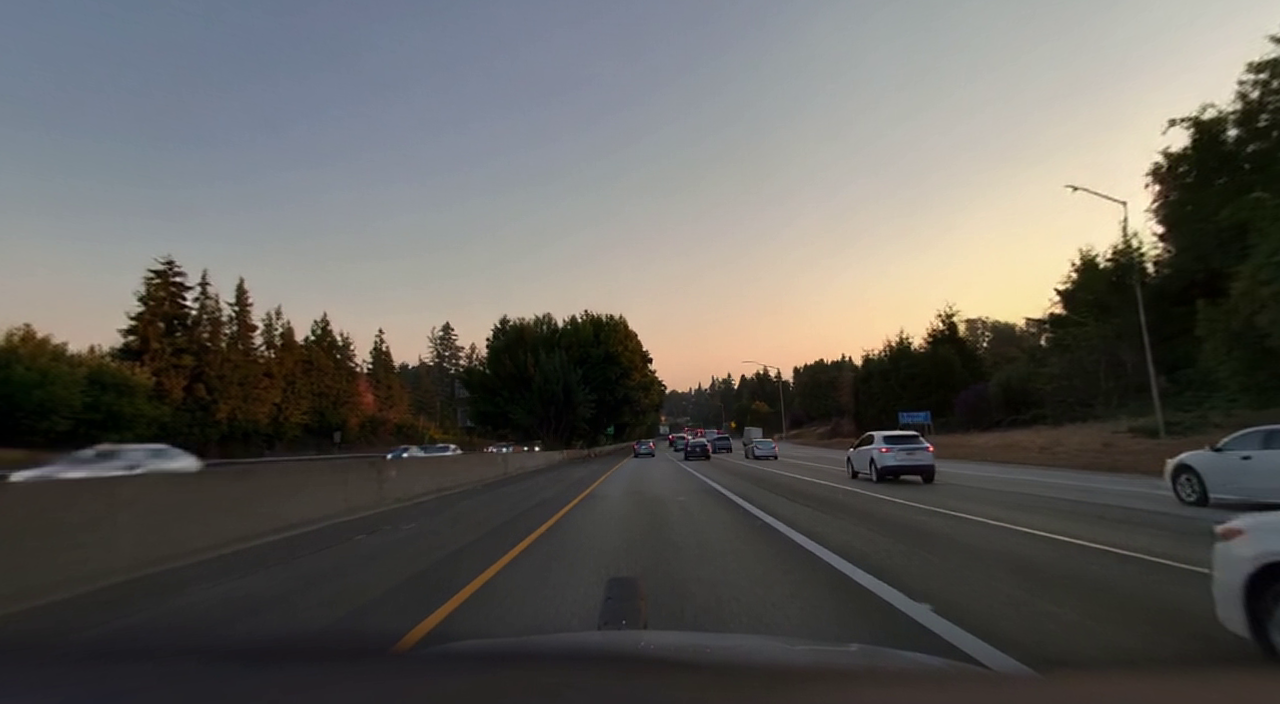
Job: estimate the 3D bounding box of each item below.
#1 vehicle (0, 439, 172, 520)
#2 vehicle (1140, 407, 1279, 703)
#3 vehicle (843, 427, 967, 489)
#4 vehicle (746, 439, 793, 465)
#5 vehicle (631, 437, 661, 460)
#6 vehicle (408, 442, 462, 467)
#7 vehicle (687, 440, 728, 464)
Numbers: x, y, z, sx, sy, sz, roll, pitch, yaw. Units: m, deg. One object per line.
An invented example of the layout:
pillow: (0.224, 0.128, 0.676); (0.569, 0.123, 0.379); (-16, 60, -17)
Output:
vehicle: (-13.576, 2.887, 14.877); (1.847, 1.610, 4.188); (0, -8, 0)
vehicle: (4.153, 0.750, 1.229); (2.223, 1.483, 5.075); (0, -8, 0)
vehicle: (8.101, 3.282, 19.800); (1.986, 1.703, 4.226); (0, -8, -1)
vehicle: (7.990, 6.210, 39.365); (1.919, 1.476, 4.303); (0, -8, -1)
vehicle: (0.470, 7.120, 46.609); (2.124, 1.639, 4.122); (0, -8, 1)
vehicle: (-13.789, 6.909, 42.704); (2.103, 1.542, 4.434); (0, -8, 0)
vehicle: (4.329, 6.496, 41.125); (2.118, 1.438, 4.312); (0, -8, -1)
